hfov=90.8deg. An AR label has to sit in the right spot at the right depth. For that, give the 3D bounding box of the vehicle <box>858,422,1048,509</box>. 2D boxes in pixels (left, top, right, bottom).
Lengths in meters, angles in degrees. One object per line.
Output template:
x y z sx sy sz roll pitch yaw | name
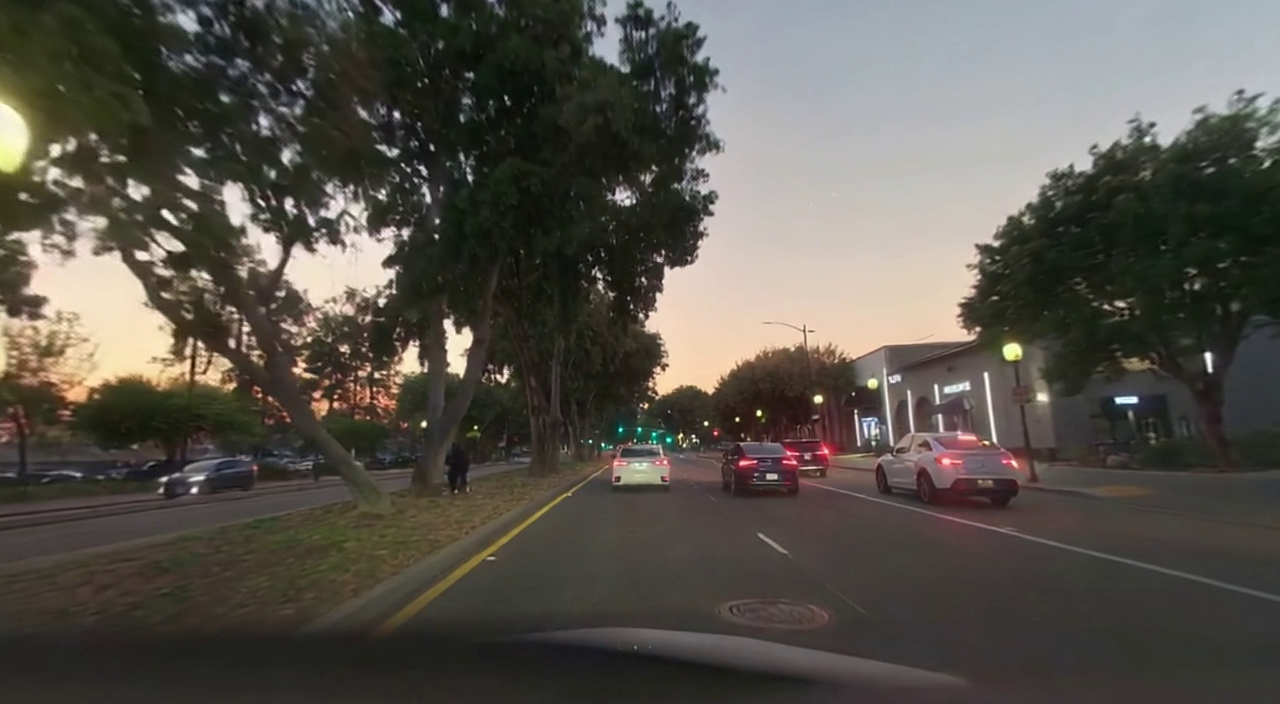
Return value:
7.113 2.650 15.135 2.052 1.708 4.842 0 -9 0 | vehicle

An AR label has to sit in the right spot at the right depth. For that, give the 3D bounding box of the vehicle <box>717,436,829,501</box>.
3.375 3.059 16.956 1.993 1.477 4.240 0 -9 -1 | vehicle

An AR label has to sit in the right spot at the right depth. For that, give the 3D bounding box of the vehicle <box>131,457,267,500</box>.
-17.542 5.018 25.498 2.069 1.460 4.716 0 -9 0 | vehicle

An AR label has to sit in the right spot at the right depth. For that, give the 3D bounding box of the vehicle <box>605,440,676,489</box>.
-0.023 3.665 20.920 2.101 1.444 4.248 0 -9 -1 | vehicle
